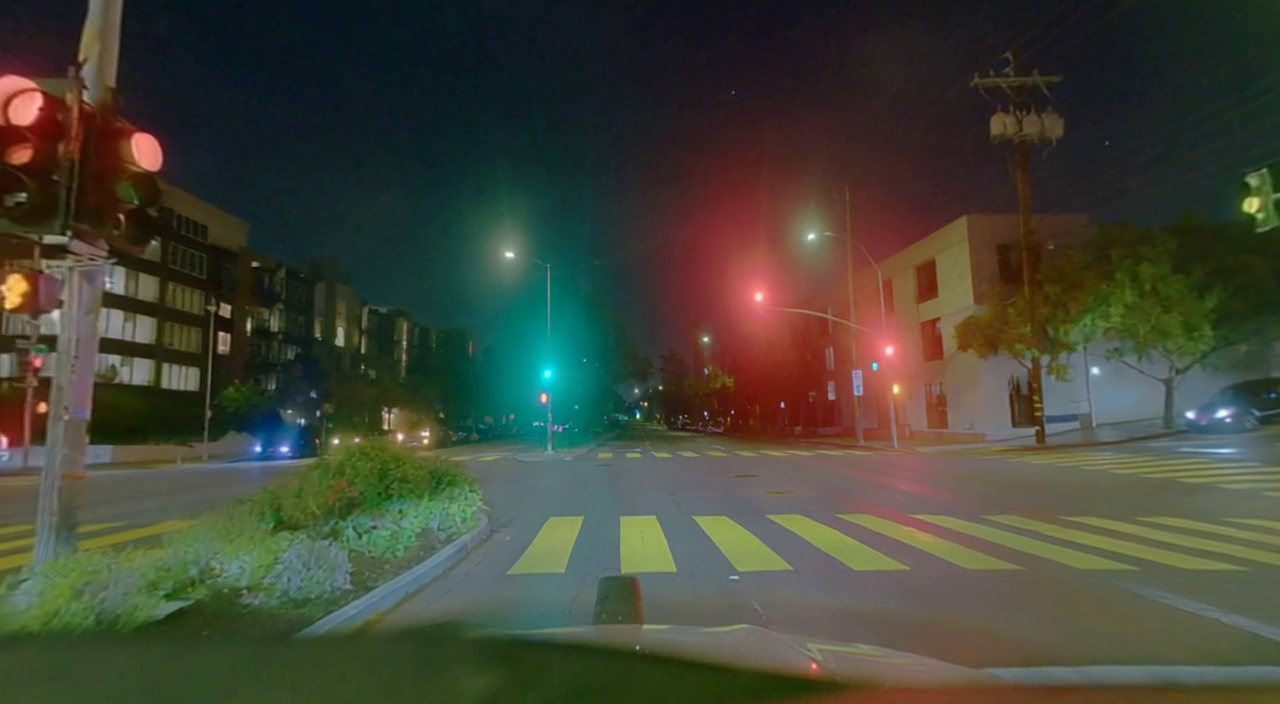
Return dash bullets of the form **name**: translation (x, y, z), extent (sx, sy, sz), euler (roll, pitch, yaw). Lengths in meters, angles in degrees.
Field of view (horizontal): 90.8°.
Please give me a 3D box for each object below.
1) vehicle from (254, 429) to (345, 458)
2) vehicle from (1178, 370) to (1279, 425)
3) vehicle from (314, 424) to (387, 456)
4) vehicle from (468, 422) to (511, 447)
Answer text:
- **vehicle**: translation (-18.083, 4.932, 33.877), extent (1.939, 1.430, 5.533), euler (0, -9, -2)
- **vehicle**: translation (22.341, 1.583, 22.620), extent (4.531, 1.753, 1.964), euler (-2, -2, -5)
- **vehicle**: translation (-18.288, 5.618, 40.210), extent (2.225, 1.871, 5.189), euler (0, -9, 0)
- **vehicle**: translation (-11.633, 6.474, 49.098), extent (2.118, 1.809, 4.591), euler (0, -8, 2)
